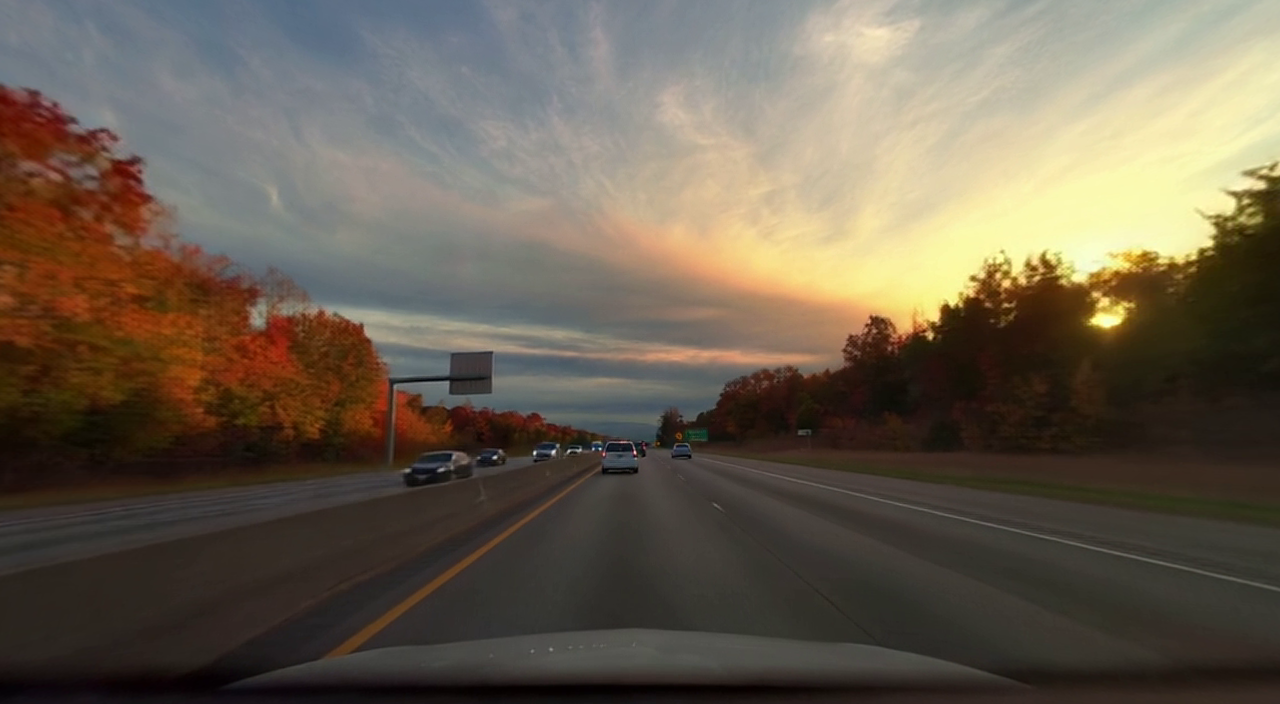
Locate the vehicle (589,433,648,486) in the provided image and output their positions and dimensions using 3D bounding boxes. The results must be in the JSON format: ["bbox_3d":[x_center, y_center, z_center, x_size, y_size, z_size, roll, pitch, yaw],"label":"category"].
[{"bbox_3d":[-0.706,3.837,22.602,1.937,1.699,3.936,0,-9,0],"label":"vehicle"}]

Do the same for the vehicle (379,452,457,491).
[{"bbox_3d":[-9.772,5.256,27.981,1.917,1.533,4.191,-1,-9,0],"label":"vehicle"}]
